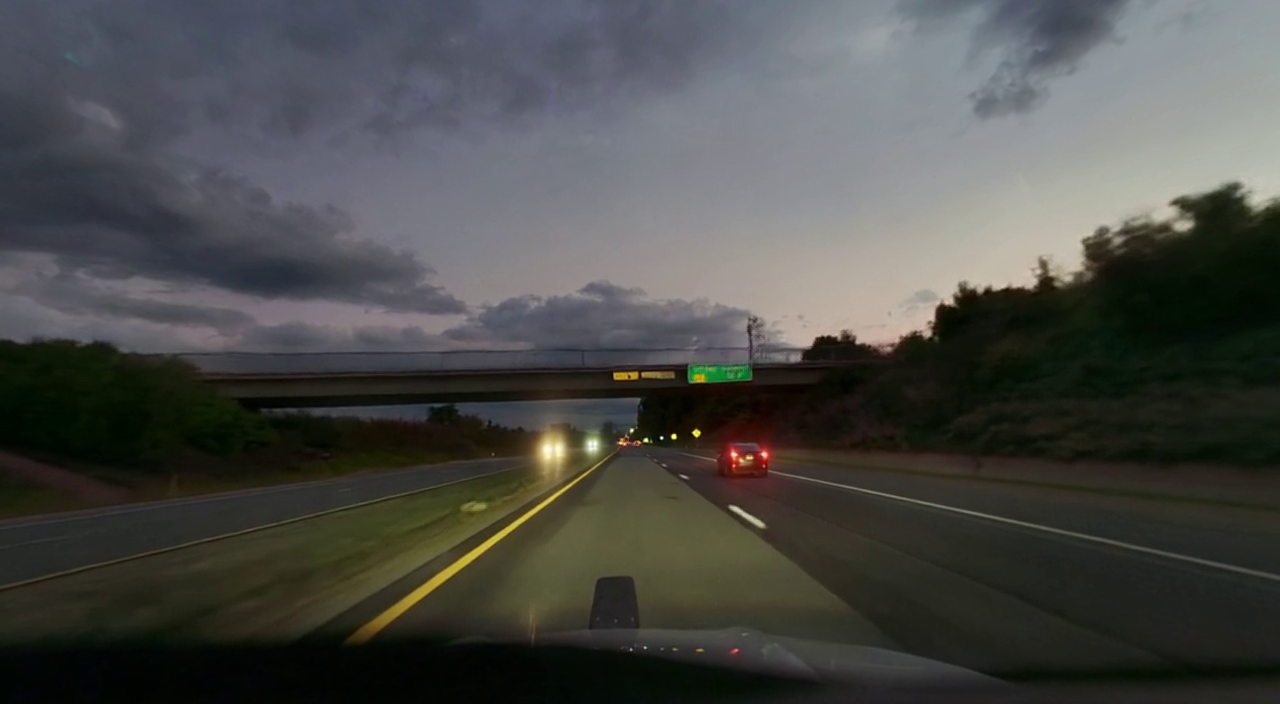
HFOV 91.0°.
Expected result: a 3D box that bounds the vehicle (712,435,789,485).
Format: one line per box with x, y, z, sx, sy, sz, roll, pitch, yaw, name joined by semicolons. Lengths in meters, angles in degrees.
3.564;3.530;20.920;1.781;1.470;3.540;0;-8;-2;vehicle
